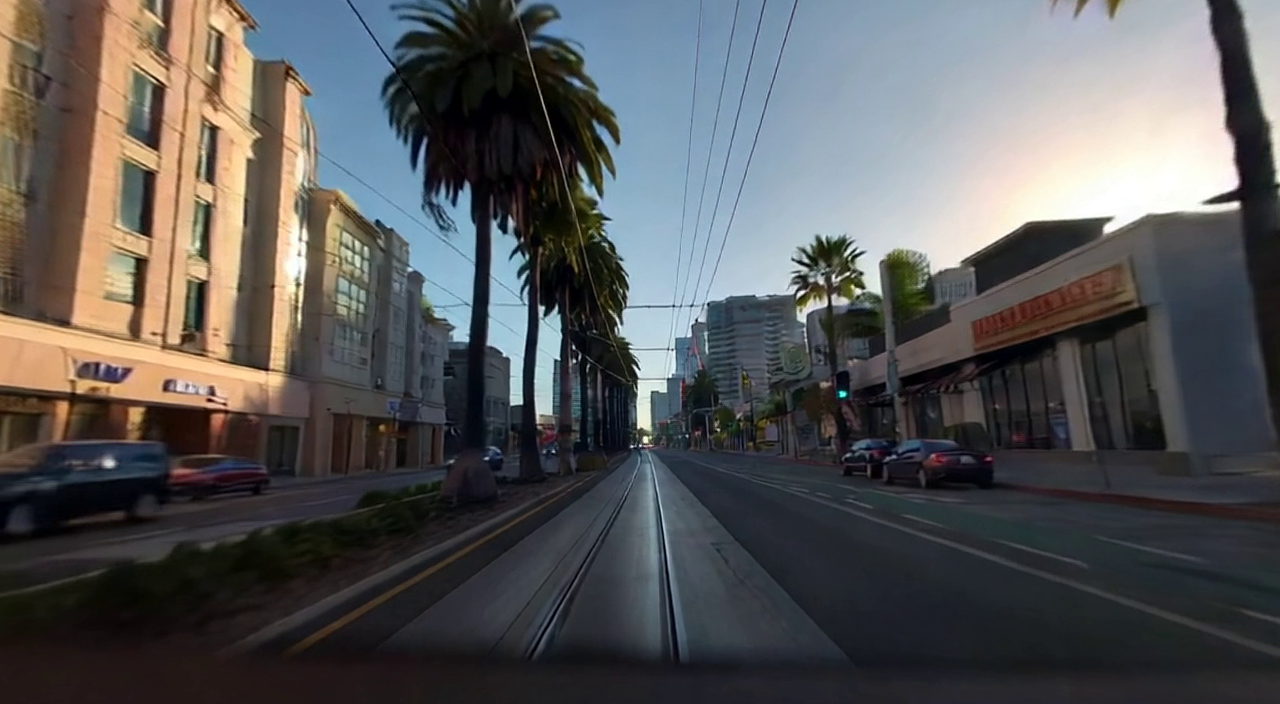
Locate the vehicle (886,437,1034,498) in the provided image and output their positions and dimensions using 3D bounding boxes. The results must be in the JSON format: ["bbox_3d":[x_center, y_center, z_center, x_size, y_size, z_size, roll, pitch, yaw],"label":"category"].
[{"bbox_3d":[8.781,3.163,17.743,1.816,1.488,4.102,0,-8,-3],"label":"vehicle"}]

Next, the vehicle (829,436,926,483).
[{"bbox_3d":[8.810,4.002,23.792,1.878,1.605,4.242,0,-8,-2],"label":"vehicle"}]

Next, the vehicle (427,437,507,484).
[{"bbox_3d":[-7.318,4.628,27.129,2.032,1.824,4.557,0,-8,2],"label":"vehicle"}]

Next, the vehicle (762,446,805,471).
[{"bbox_3d":[9.017,6.695,39.877,1.733,1.468,4.326,0,-8,0],"label":"vehicle"}]

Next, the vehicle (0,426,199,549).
[{"bbox_3d":[-10.827,2.329,11.337,2.096,1.860,4.953,-1,-8,1],"label":"vehicle"}]
